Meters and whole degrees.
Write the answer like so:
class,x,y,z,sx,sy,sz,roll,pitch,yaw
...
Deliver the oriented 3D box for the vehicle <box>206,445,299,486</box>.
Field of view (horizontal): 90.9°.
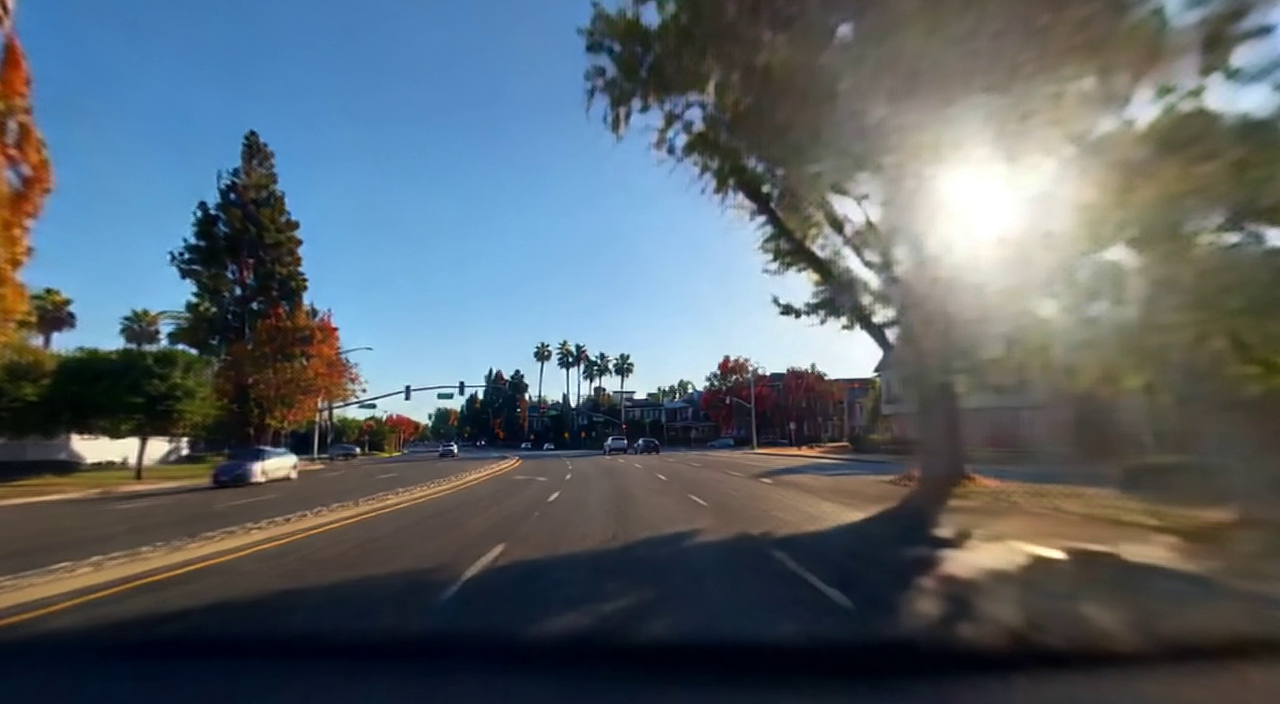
class,x,y,z,sx,sy,sz,roll,pitch,yaw
vehicle,-17.851,5.192,29.284,1.939,1.715,4.310,1,-8,-6
